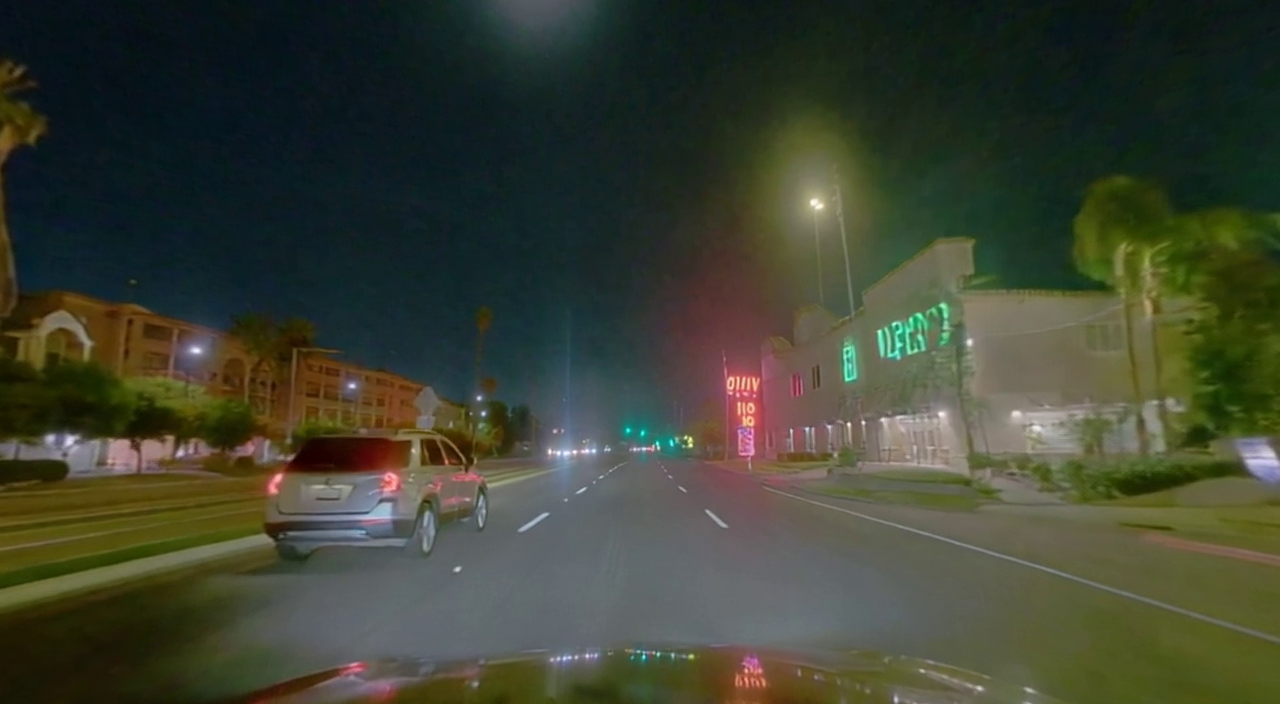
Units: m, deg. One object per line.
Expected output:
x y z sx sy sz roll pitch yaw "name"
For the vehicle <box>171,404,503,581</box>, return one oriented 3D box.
-3.452 1.706 8.501 2.062 1.693 4.669 0 -9 1 "vehicle"
